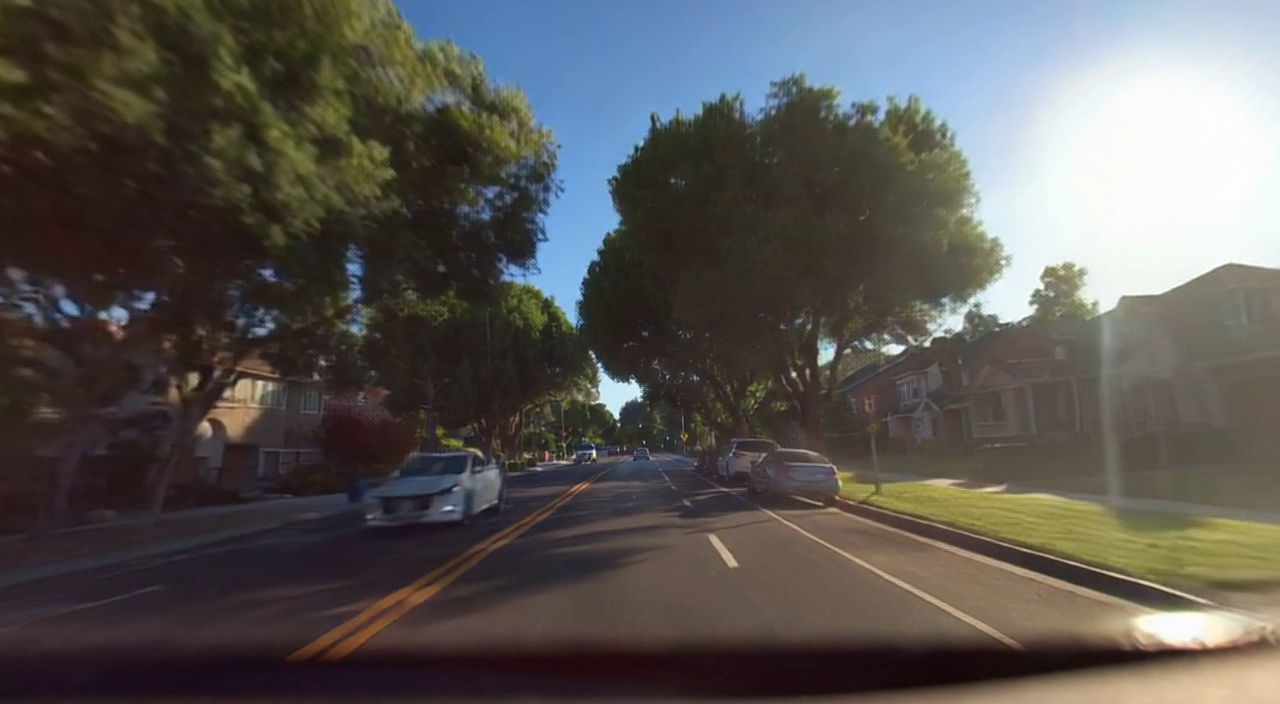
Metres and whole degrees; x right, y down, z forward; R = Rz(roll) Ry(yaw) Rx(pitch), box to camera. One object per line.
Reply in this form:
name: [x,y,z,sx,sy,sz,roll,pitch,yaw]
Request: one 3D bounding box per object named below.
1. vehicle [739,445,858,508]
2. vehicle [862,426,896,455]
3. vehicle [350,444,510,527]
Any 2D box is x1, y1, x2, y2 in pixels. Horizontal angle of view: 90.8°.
vehicle: [3.961,3.174,16.682,1.874,1.415,4.683,0,-9,0]
vehicle: [17.193,6.402,45.717,2.068,1.963,5.037,-3,-9,19]
vehicle: [-4.373,2.822,14.014,1.960,1.521,4.397,0,-9,1]
